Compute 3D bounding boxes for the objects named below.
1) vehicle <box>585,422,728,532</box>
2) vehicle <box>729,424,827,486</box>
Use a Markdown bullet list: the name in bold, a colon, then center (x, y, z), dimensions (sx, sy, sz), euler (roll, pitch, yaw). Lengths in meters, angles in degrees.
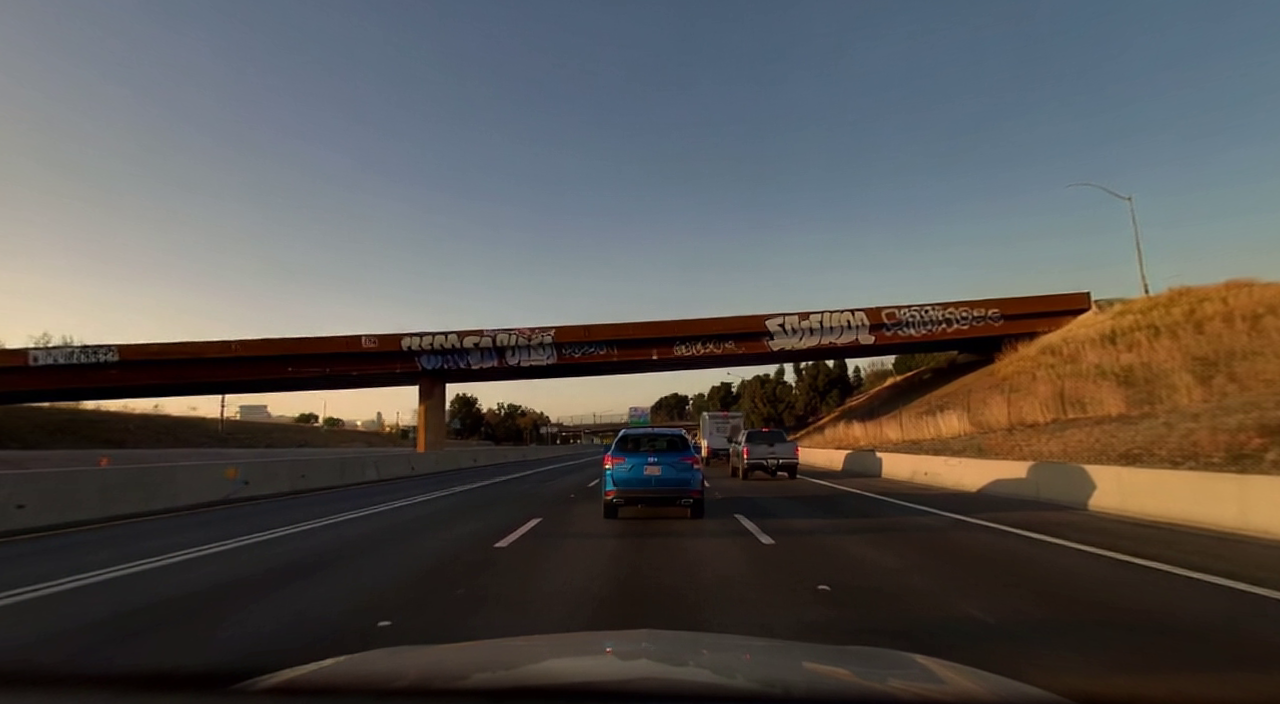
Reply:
- **vehicle**: center (0.277, 2.215, 11.690), dimensions (2.193, 1.651, 3.946), euler (0, -8, 1)
- **vehicle**: center (4.766, 3.690, 22.889), dimensions (2.311, 1.922, 5.977), euler (0, -8, 1)
